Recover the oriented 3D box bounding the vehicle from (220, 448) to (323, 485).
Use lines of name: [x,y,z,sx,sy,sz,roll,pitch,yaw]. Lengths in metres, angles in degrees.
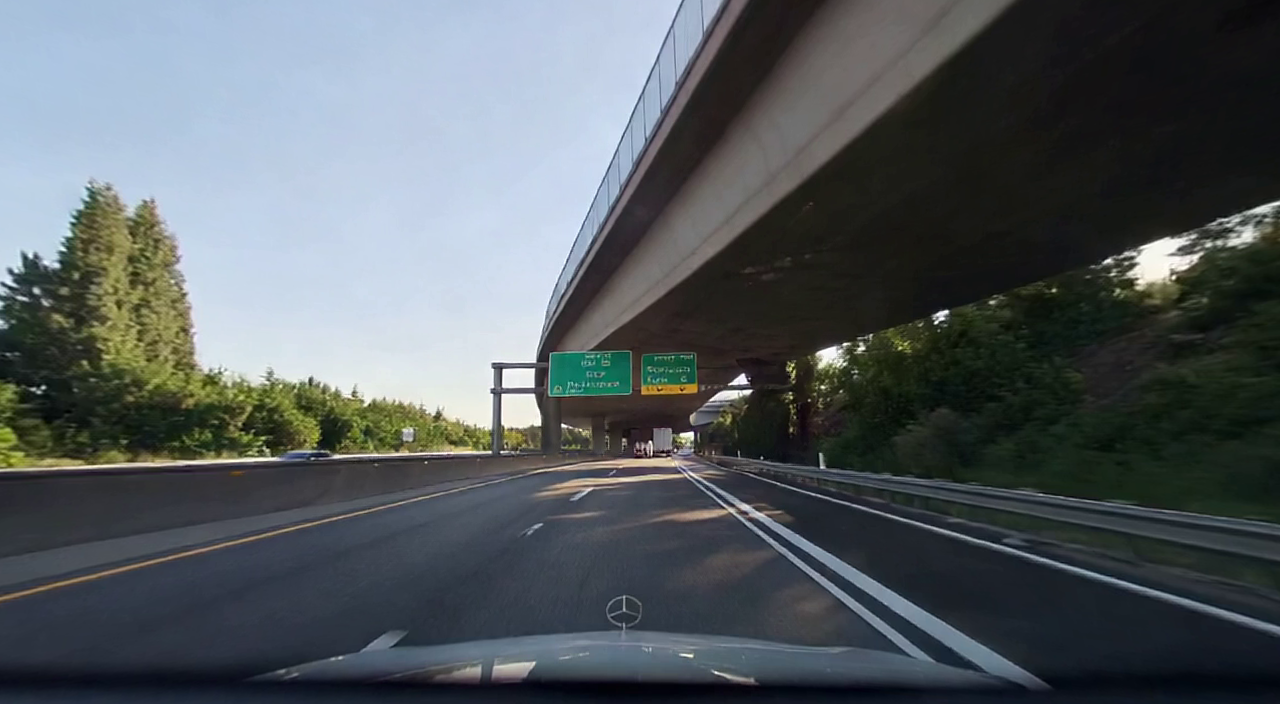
vehicle: [-15.229,4.736,26.316,1.729,1.405,4.086,-1,-9,2]
